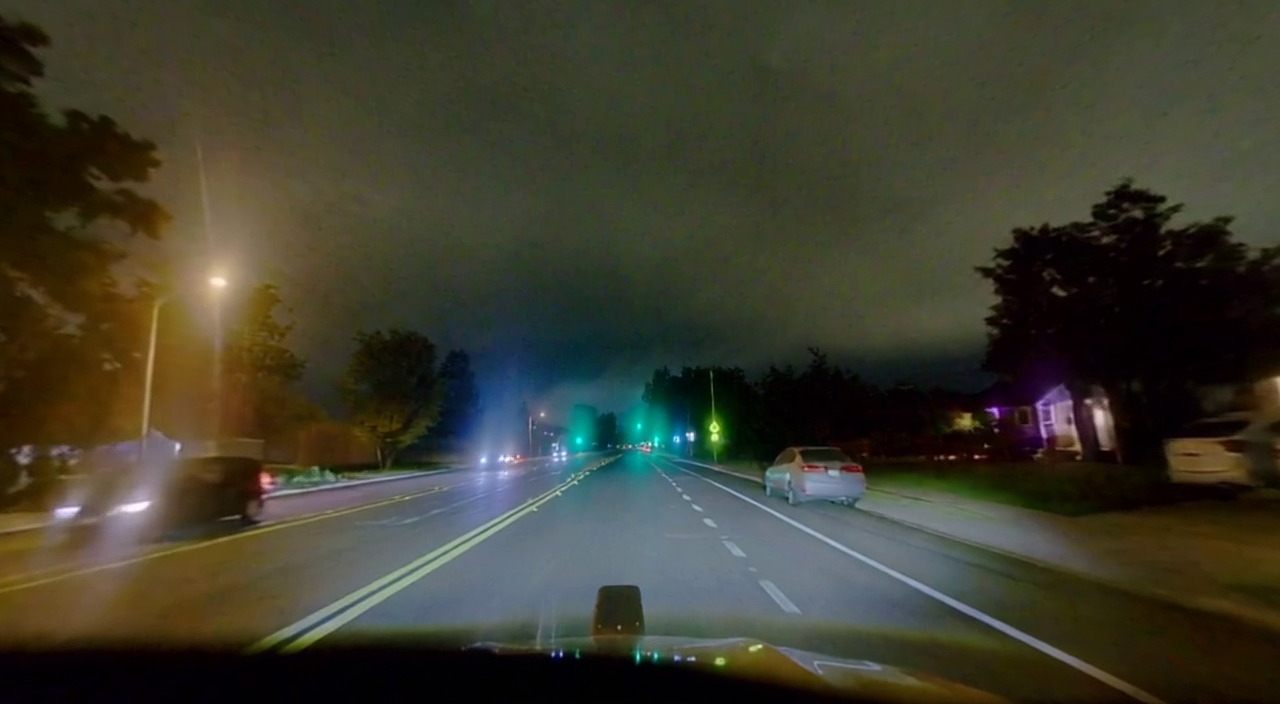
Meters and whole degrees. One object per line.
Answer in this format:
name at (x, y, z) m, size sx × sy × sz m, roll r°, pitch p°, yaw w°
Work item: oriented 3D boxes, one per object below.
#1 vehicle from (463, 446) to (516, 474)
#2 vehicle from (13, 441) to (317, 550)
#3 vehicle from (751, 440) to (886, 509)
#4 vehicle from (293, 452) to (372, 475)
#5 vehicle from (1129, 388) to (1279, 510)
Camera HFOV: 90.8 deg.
vehicle at (-8.637, 6.218, 36.650) m, size 1.920 × 1.516 × 4.311 m, roll 0°, pitch -8°, yaw 1°
vehicle at (-8.242, 2.476, 11.728) m, size 2.005 × 1.589 × 4.648 m, roll 0°, pitch -8°, yaw 0°
vehicle at (4.234, 2.960, 15.885) m, size 2.011 × 1.458 × 4.633 m, roll 0°, pitch -8°, yaw 0°
vehicle at (-21.338, 7.747, 43.978) m, size 4.551 × 1.473 × 1.855 m, roll 0°, pitch -8°, yaw -3°
vehicle at (10.874, 1.507, 10.025) m, size 4.615 × 1.705 × 1.979 m, roll 0°, pitch -8°, yaw -4°
